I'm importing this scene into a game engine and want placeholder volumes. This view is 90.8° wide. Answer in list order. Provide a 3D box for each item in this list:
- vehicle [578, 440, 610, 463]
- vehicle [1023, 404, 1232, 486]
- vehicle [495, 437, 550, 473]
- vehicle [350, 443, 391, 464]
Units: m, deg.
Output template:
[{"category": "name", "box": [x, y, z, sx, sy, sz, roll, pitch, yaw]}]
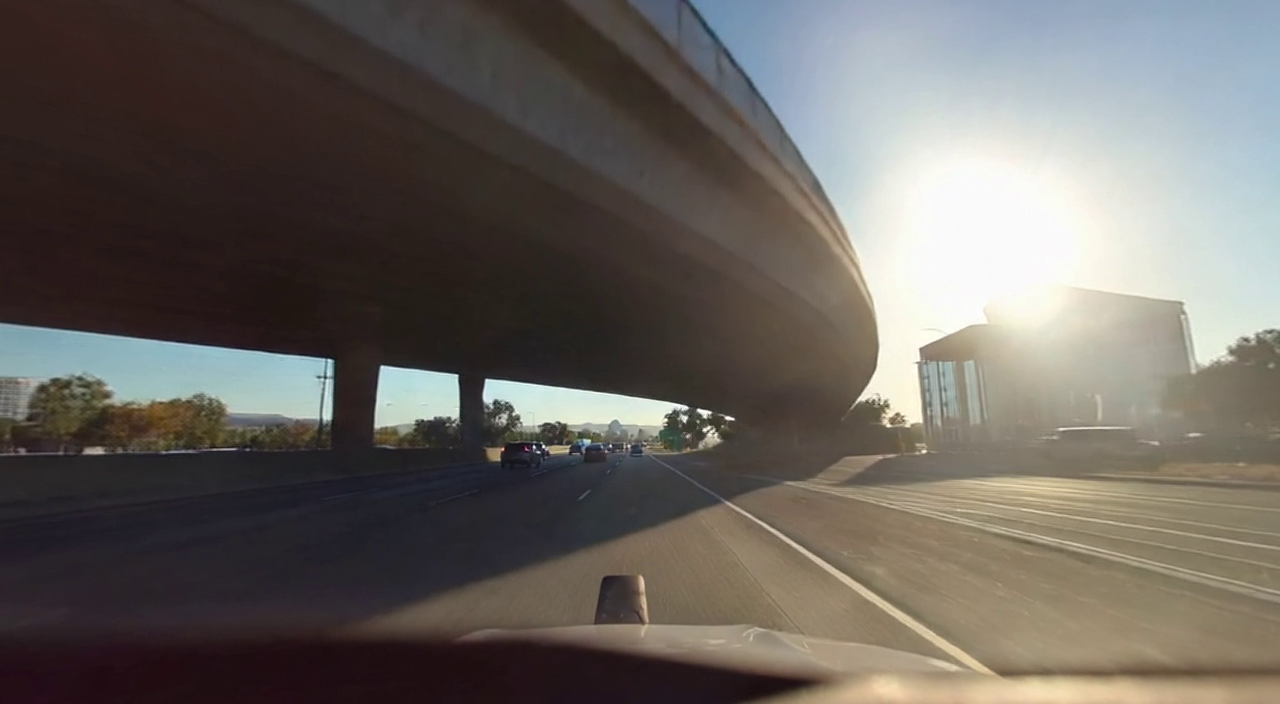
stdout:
[{"category": "vehicle", "box": [-3.435, 7.491, 47.715, 2.027, 1.697, 4.307, 0, -8, 1]}, {"category": "vehicle", "box": [19.729, 3.878, 26.221, 2.873, 2.907, 6.459, 2, -9, -8]}, {"category": "vehicle", "box": [-6.324, 5.599, 34.563, 2.015, 1.762, 4.790, 0, -8, 1]}, {"category": "vehicle", "box": [-19.598, 7.376, 46.028, 1.566, 1.406, 3.494, 0, -8, -2]}]
